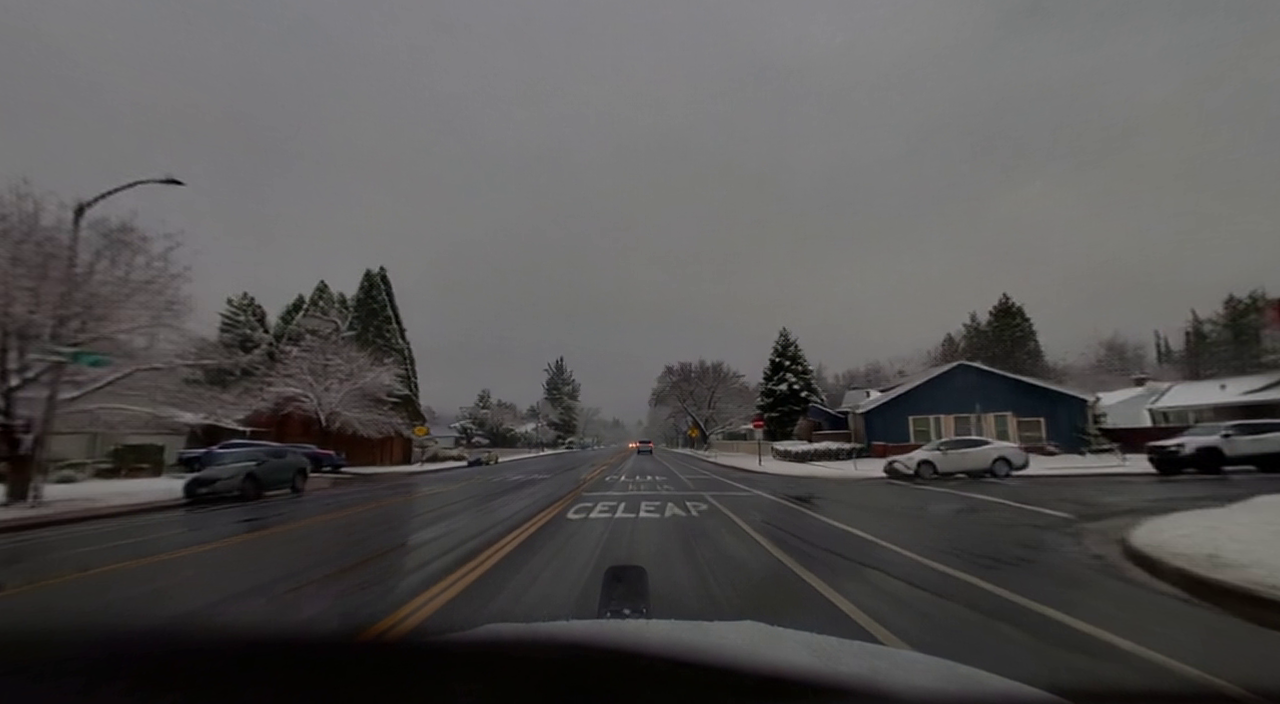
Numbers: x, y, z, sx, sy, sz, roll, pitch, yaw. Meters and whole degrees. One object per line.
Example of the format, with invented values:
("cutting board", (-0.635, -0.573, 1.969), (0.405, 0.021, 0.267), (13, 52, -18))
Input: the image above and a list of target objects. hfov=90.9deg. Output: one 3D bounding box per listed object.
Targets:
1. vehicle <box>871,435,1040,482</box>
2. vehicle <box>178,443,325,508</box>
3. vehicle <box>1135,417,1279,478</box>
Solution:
("vehicle", (10.864, 3.702, 22.125), (4.818, 1.525, 2.163), (-1, -9, 9))
("vehicle", (-12.546, 3.966, 20.758), (1.965, 1.653, 4.488), (-3, -6, 1))
("vehicle", (19.577, 3.106, 20.566), (4.754, 1.844, 2.272), (-1, -9, 5))
